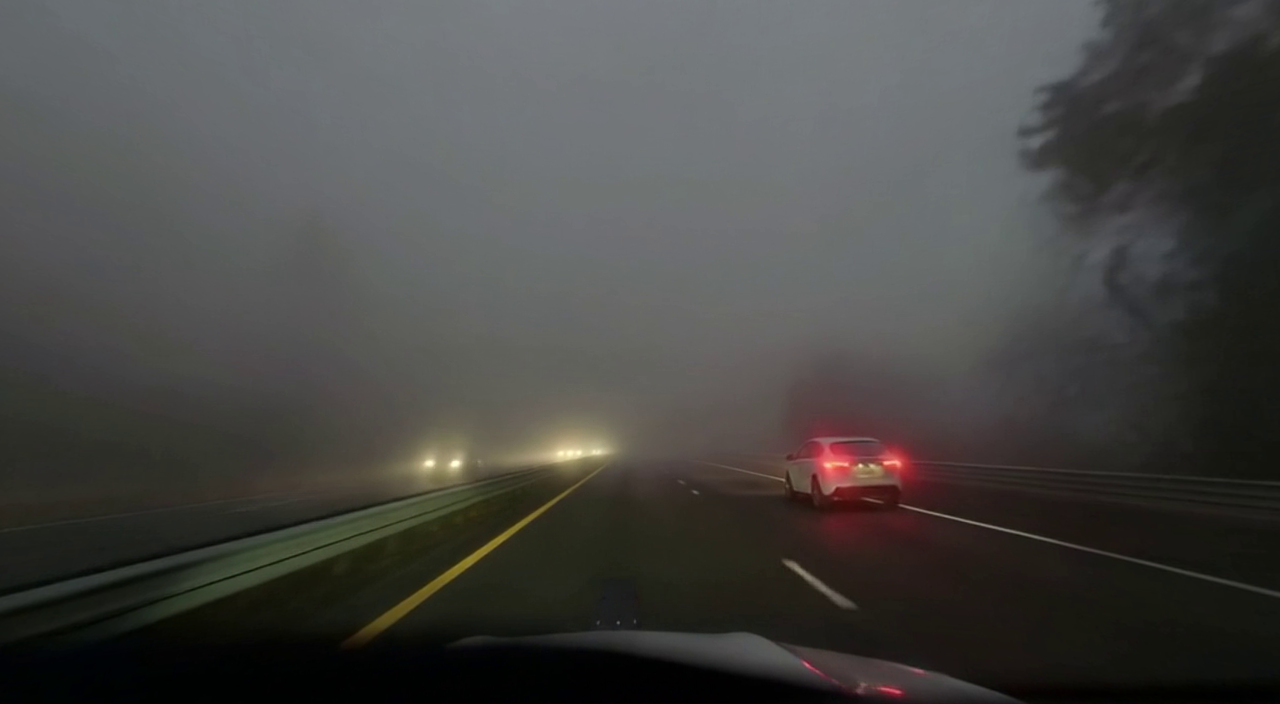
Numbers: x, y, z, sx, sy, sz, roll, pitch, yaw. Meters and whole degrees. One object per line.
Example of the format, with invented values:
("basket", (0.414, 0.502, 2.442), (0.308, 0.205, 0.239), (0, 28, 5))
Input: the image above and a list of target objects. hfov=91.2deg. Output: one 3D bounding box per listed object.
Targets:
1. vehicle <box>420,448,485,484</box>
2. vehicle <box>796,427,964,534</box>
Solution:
("vehicle", (-9.094, 5.546, 30.839), (1.963, 1.577, 4.320), (0, -9, -1))
("vehicle", (4.065, 2.220, 11.418), (2.001, 1.555, 4.098), (-2, -9, 9))
